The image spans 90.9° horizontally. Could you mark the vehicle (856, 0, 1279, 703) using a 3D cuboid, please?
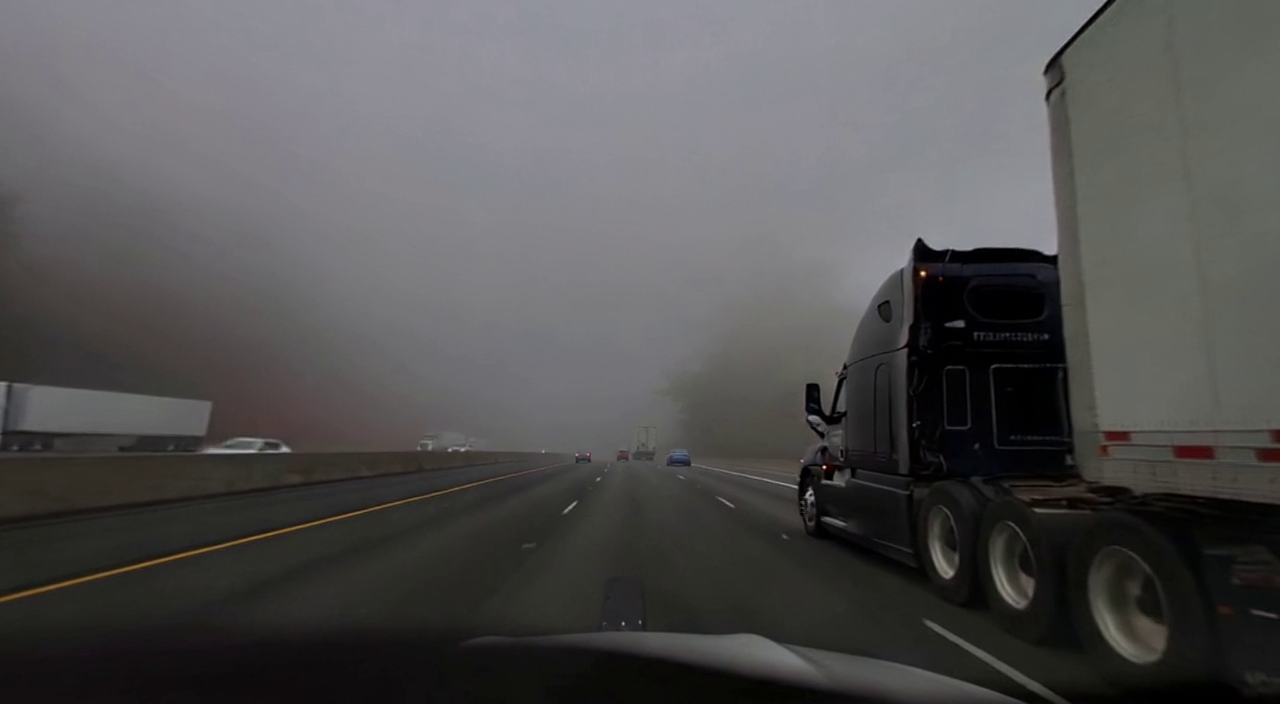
[{"bbox_3d":[4.083,-0.578,0.174,2.847,4.075,14.244,0,-9,-1],"label":"vehicle"}]

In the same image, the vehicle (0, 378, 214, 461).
[{"bbox_3d":[-33.329,4.382,38.578,3.123,4.095,15.376,3,-9,3],"label":"vehicle"}]

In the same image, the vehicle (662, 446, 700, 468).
[{"bbox_3d":[3.039,7.927,47.632,2.246,1.583,4.813,0,-9,-3],"label":"vehicle"}]

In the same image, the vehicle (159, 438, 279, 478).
[{"bbox_3d":[-16.522,4.186,25.011,1.869,1.442,4.226,0,-9,-1],"label":"vehicle"}]
